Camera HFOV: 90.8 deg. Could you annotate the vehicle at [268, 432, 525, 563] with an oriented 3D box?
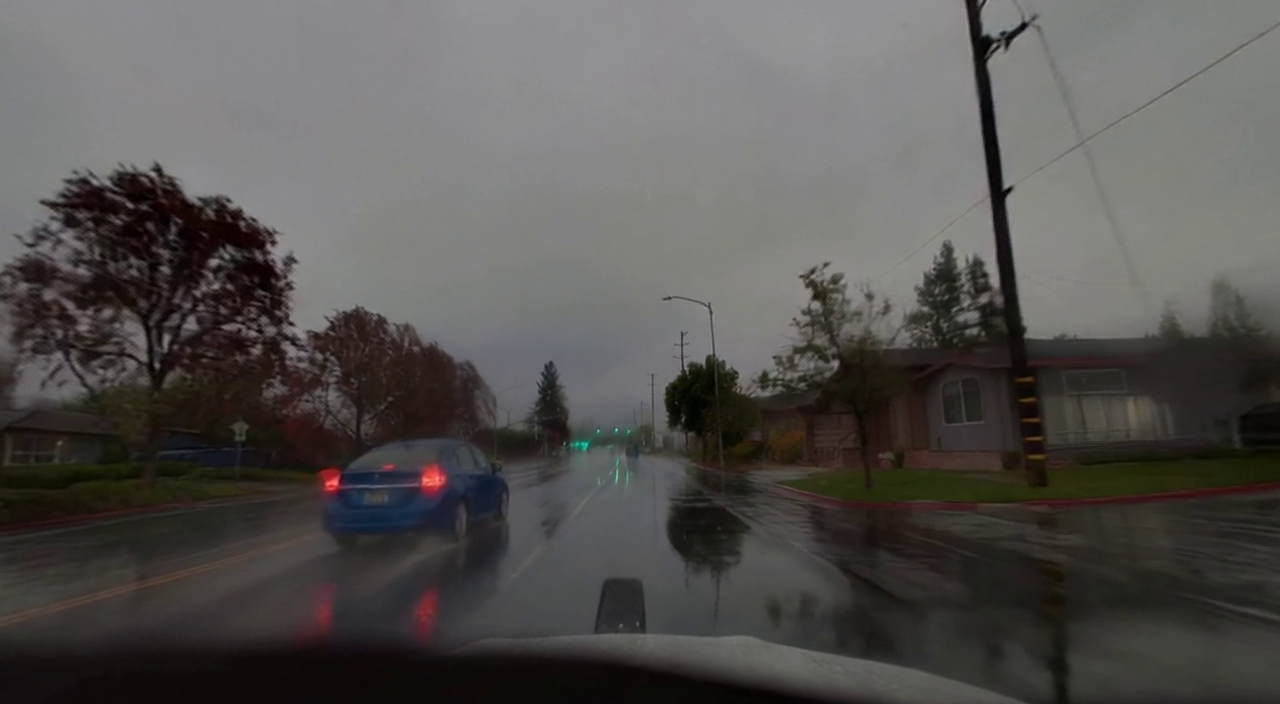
[{"bbox_3d":[-3.204,2.018,9.462,2.113,1.493,4.222,0,-9,1],"label":"vehicle"}]
